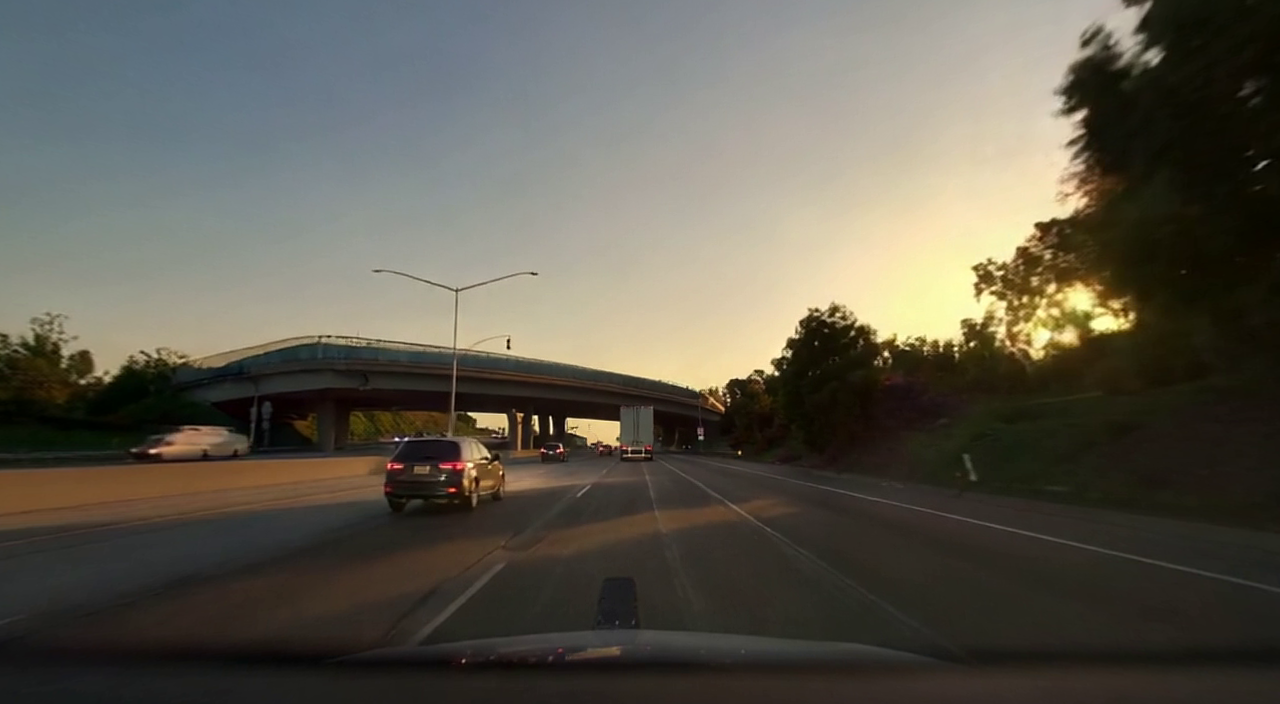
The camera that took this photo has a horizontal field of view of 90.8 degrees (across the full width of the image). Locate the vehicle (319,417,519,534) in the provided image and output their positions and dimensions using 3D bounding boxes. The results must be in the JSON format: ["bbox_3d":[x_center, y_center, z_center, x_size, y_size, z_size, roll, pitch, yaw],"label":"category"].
[{"bbox_3d":[-3.732,2.187,11.739,2.077,1.716,4.514,0,-9,0],"label":"vehicle"}]
